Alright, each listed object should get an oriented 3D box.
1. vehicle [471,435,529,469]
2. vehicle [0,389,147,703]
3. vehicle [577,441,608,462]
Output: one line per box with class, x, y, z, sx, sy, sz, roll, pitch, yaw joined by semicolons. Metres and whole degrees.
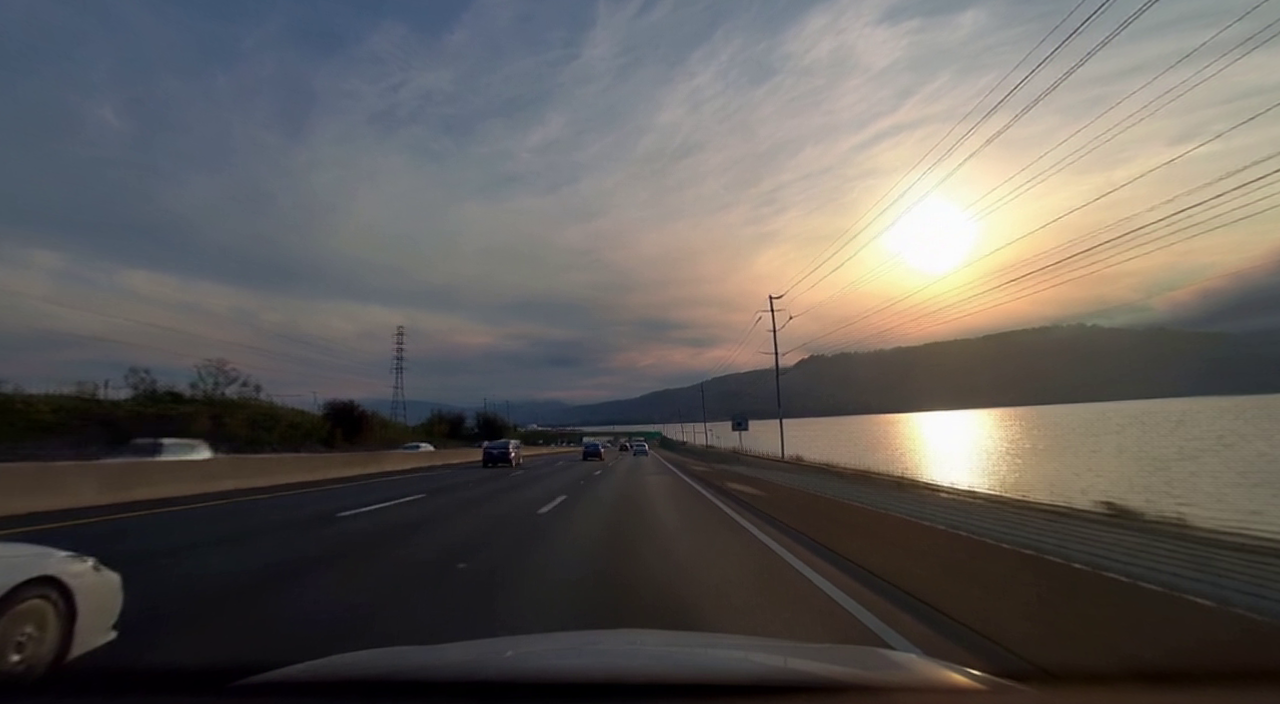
vehicle;-7.460;5.369;34.063;2.050;1.717;4.418;0;-8;1
vehicle;-3.629;0.684;1.027;2.015;1.501;4.454;0;-8;0
vehicle;-3.483;7.404;47.037;1.957;1.494;4.207;0;-8;1
